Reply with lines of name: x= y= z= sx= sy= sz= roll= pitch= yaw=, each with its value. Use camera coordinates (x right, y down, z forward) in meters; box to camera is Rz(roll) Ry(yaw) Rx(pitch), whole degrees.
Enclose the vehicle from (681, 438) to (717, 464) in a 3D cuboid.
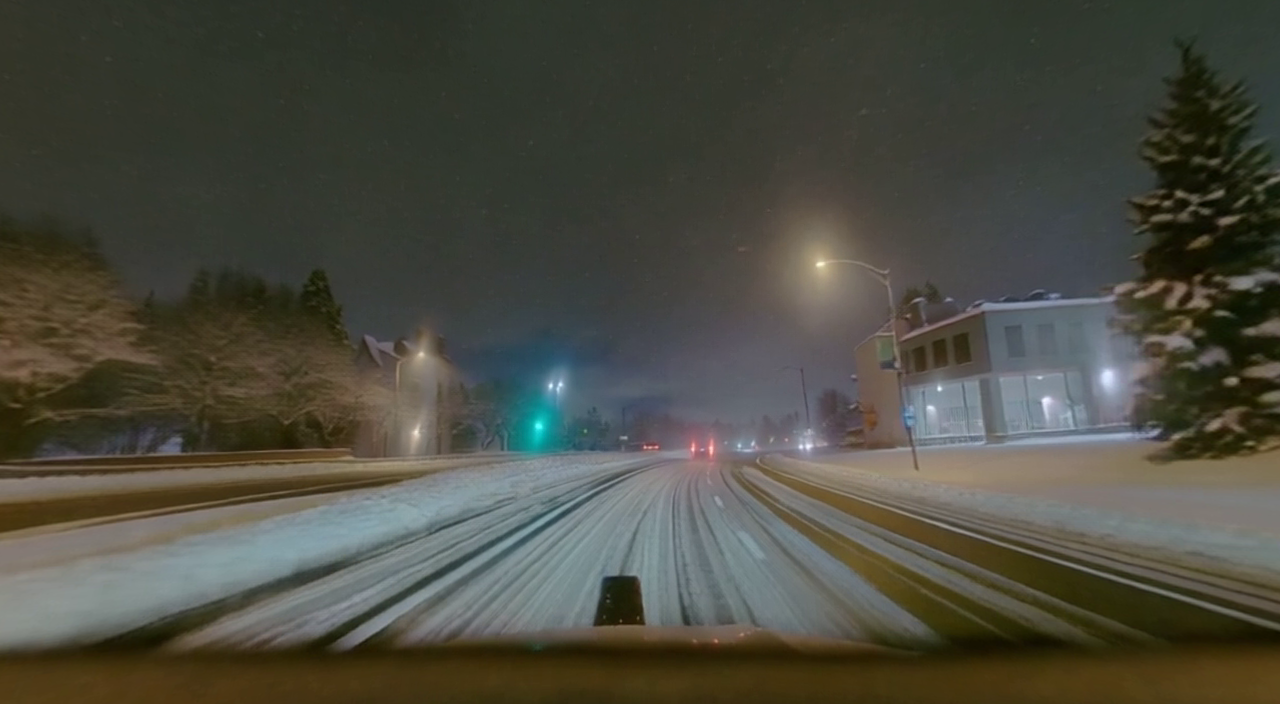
vehicle: x=4.619 y=7.608 z=48.671 sx=2.356 sy=1.931 sz=4.840 roll=-2 pitch=-9 yaw=9
